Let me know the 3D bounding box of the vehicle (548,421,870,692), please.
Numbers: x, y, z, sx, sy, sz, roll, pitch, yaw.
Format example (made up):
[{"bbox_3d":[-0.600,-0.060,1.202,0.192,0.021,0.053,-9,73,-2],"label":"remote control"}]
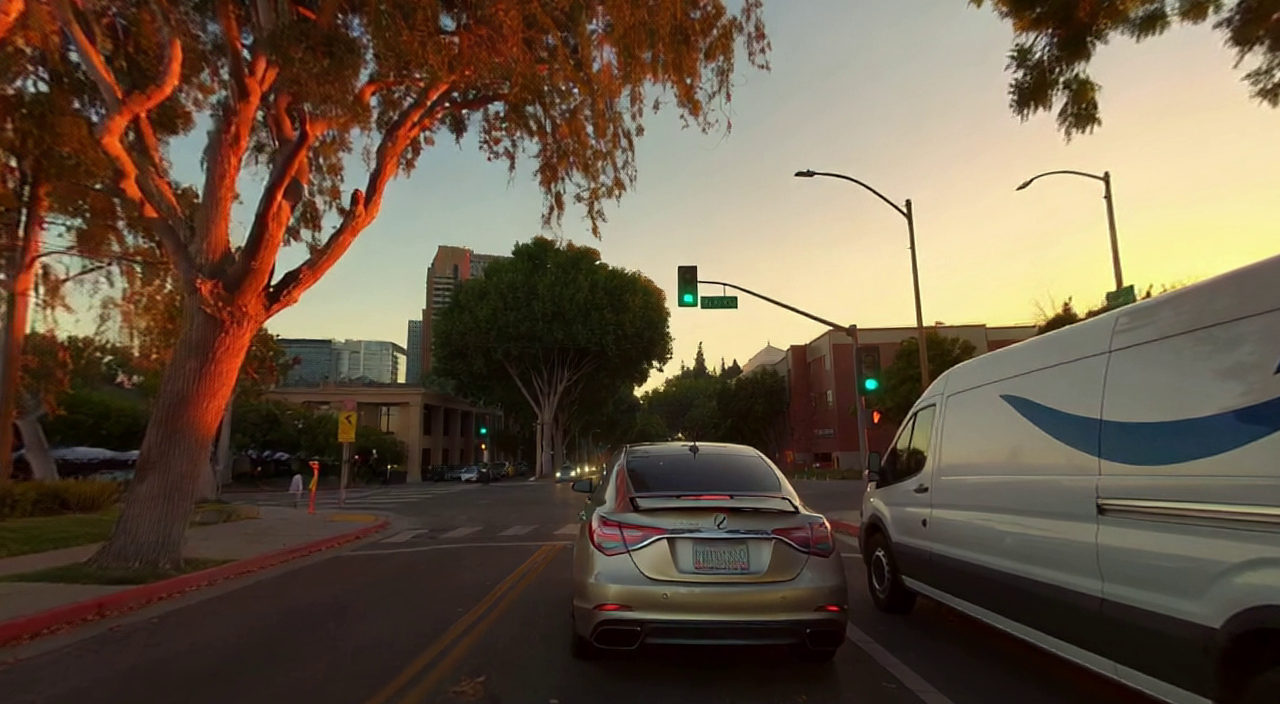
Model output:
[{"bbox_3d":[0.384,1.590,5.744,1.961,1.629,3.610,1,-10,-1],"label":"vehicle"}]

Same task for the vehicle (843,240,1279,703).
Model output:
[{"bbox_3d":[2.851,0.885,2.882,2.054,1.965,5.248,1,-11,0],"label":"vehicle"}]
